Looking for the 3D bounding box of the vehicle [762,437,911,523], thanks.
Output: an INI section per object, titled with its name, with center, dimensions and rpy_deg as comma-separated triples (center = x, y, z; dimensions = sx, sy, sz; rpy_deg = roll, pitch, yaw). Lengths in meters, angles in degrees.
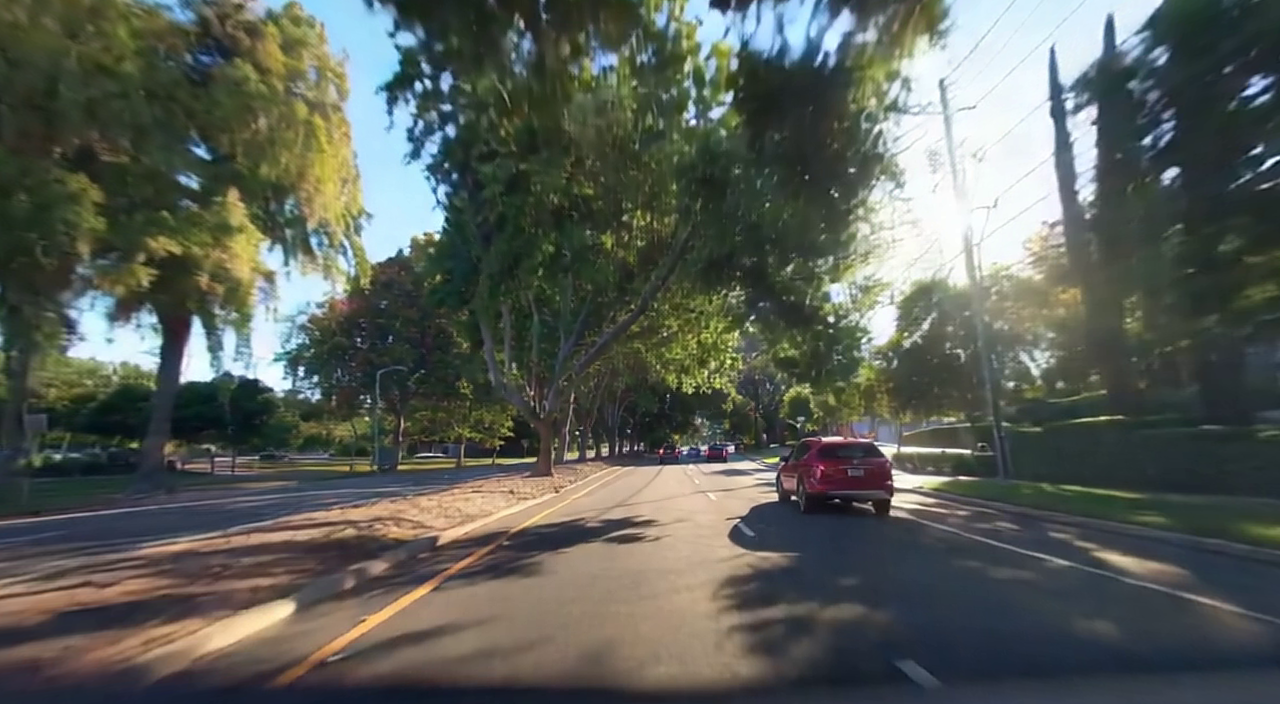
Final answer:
[vehicle]
center = 3.990, 2.676, 13.687
dimensions = 1.881, 1.512, 4.294
rpy_deg = -1, -9, 1
